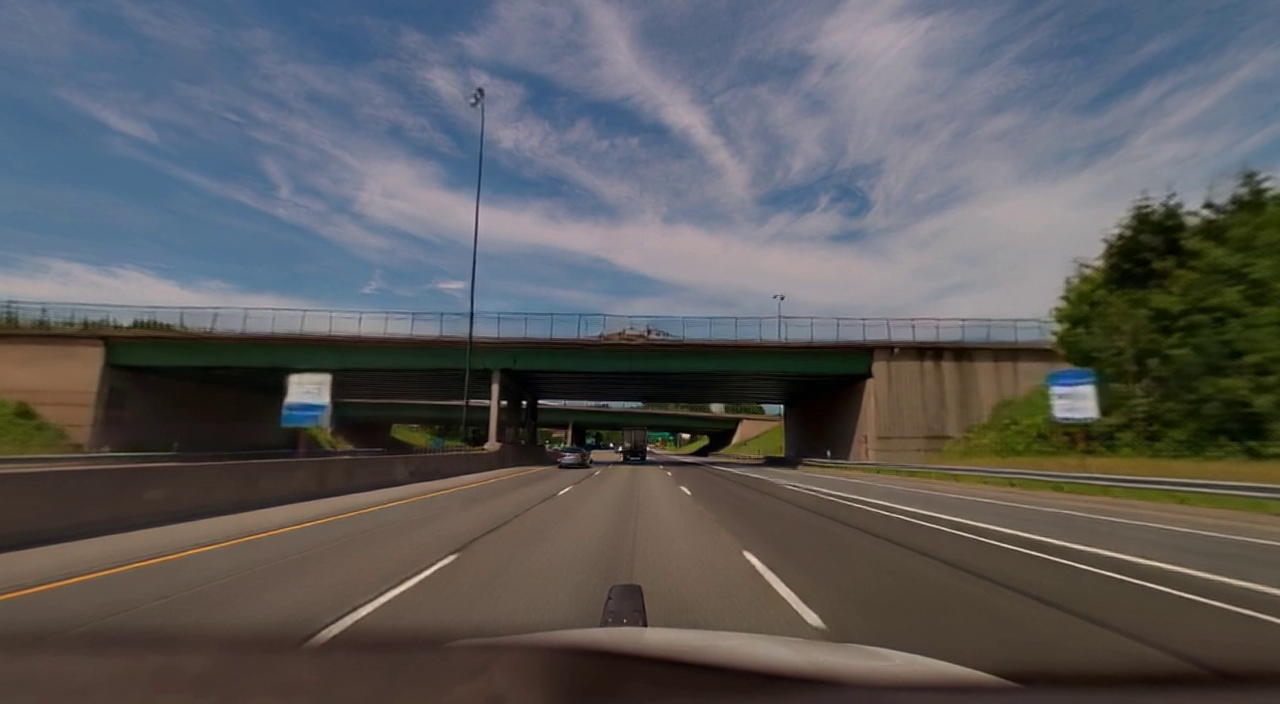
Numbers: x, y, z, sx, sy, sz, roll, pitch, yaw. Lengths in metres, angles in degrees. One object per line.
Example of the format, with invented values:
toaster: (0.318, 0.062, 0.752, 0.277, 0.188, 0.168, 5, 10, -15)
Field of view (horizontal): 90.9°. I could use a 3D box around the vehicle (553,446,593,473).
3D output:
vehicle: (-4.146, 6.735, 39.648, 2.042, 1.526, 4.516, 0, -9, 0)
